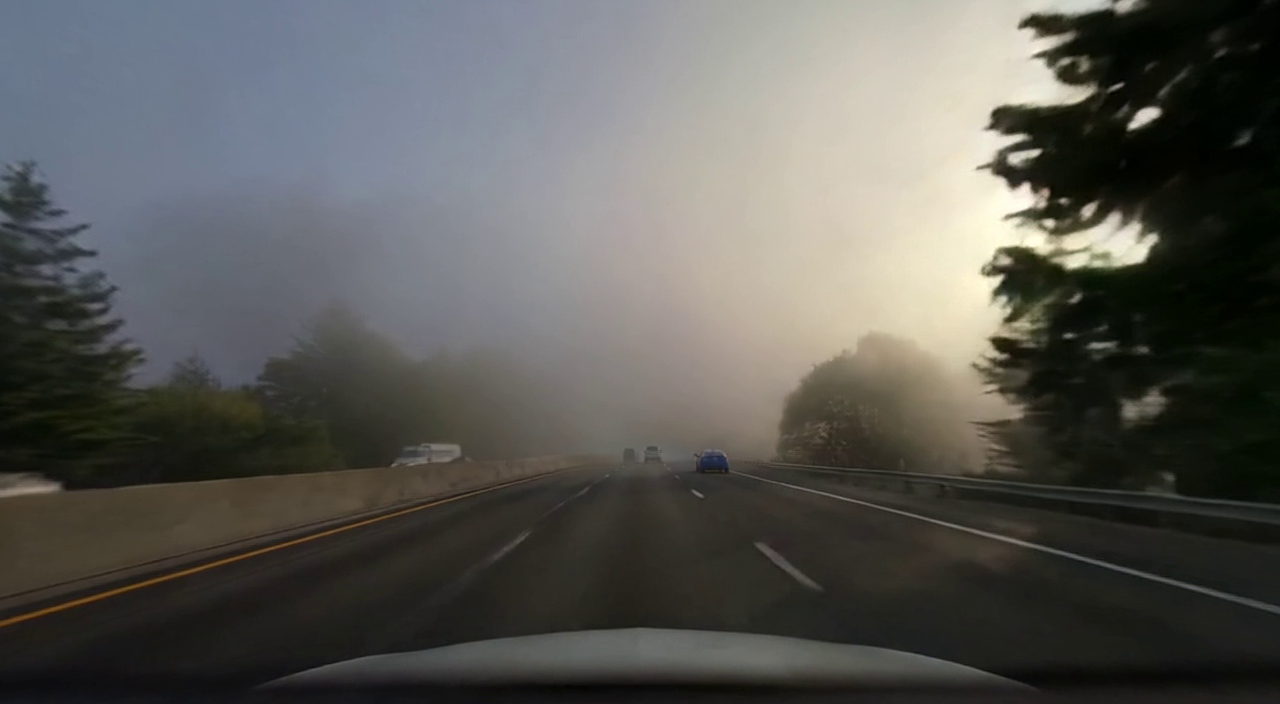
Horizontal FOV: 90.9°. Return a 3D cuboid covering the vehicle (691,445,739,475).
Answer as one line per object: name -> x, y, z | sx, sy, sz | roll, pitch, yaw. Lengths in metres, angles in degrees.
vehicle -> 4.150, 6.069, 35.491 | 2.175, 1.574, 3.943 | 0, -9, 0
